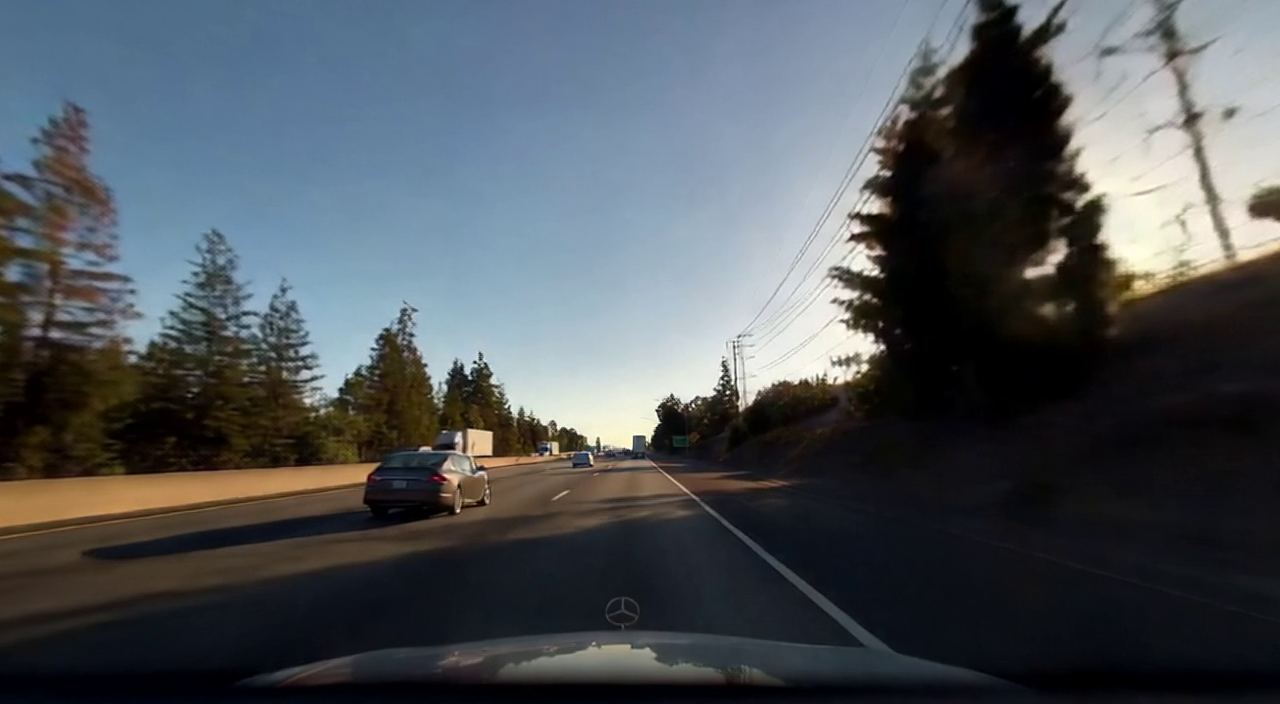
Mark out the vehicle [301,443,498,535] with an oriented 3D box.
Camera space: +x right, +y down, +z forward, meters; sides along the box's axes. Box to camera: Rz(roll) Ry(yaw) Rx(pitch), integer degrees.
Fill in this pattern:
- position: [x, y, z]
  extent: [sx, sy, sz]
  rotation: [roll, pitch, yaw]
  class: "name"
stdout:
- position: [-4.365, 2.555, 12.384]
  extent: [2.106, 1.445, 4.404]
  rotation: [0, -9, 1]
  class: "vehicle"
